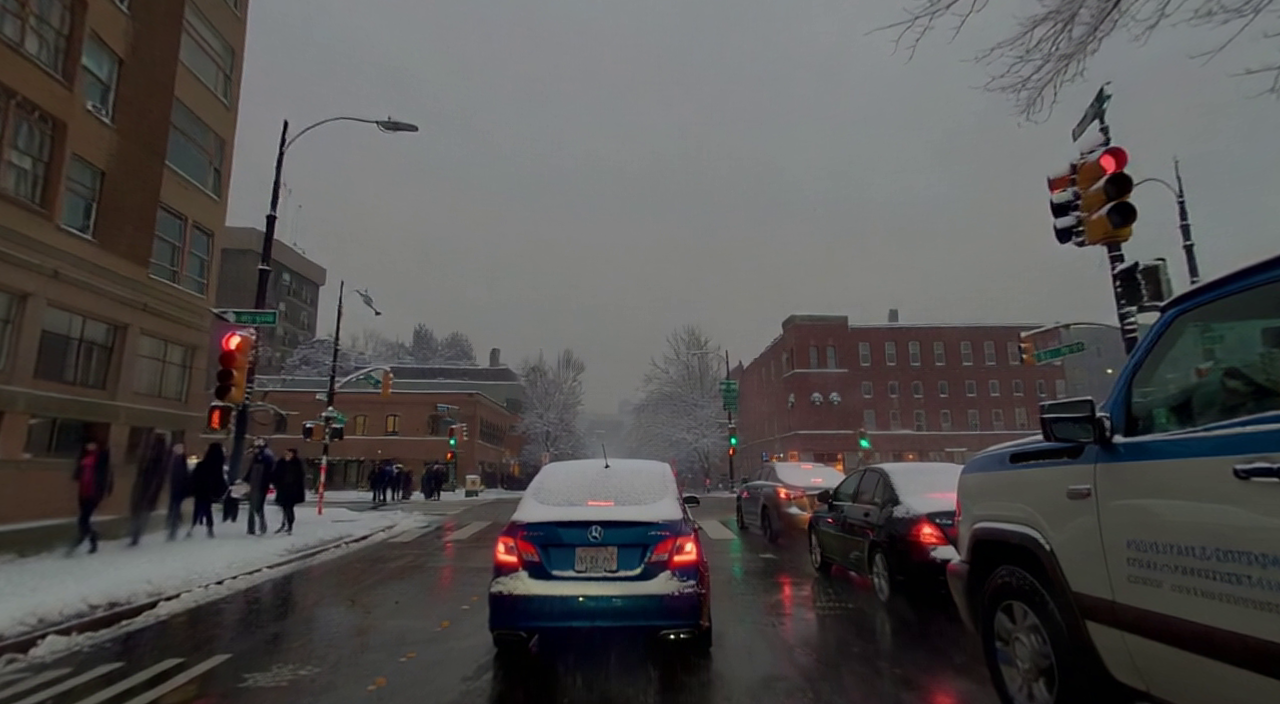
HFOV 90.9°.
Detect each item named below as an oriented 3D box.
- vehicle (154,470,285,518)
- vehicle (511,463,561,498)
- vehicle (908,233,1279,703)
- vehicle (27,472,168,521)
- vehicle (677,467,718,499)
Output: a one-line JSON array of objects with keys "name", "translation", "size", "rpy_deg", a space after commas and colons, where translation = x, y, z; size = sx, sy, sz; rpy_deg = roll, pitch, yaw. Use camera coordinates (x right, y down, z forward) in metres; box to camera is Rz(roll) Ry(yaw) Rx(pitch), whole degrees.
[{"name": "vehicle", "translation": [-19.766, 6.667, 29.768], "size": [4.750, 2.083, 2.002], "rpy_deg": [-1, -9, 3]}, {"name": "vehicle", "translation": [-6.352, 7.878, 39.010], "size": [2.226, 1.896, 4.438], "rpy_deg": [-1, -9, 1]}, {"name": "vehicle", "translation": [3.220, 0.553, 1.297], "size": [2.632, 1.979, 6.096], "rpy_deg": [0, -9, 0]}, {"name": "vehicle", "translation": [-25.476, 6.773, 29.740], "size": [4.588, 2.048, 2.110], "rpy_deg": [0, -9, 1]}, {"name": "vehicle", "translation": [3.470, 8.018, 38.859], "size": [1.908, 1.741, 4.066], "rpy_deg": [0, -9, -3]}]
